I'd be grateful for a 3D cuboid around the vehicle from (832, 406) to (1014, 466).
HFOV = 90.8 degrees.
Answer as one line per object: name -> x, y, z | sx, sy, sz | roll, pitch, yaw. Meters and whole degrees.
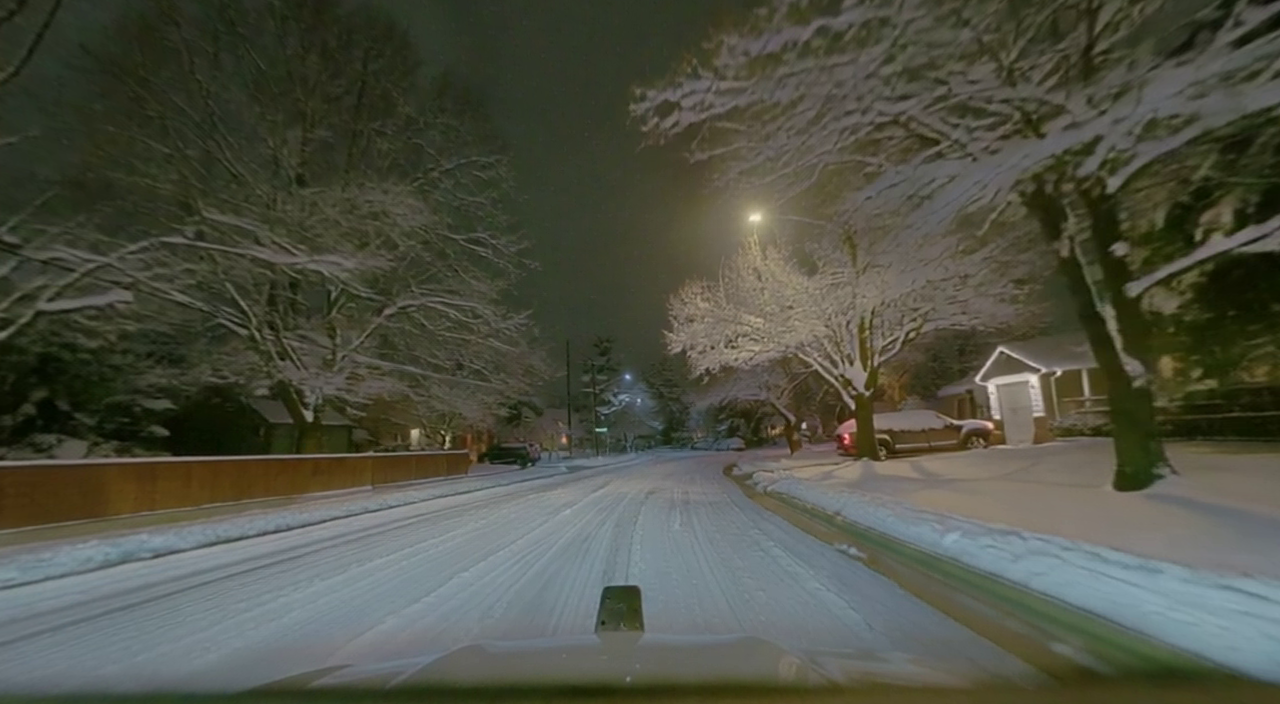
vehicle -> 11.098, 3.383, 25.331 | 6.053, 2.240, 2.582 | -1, -9, 6
